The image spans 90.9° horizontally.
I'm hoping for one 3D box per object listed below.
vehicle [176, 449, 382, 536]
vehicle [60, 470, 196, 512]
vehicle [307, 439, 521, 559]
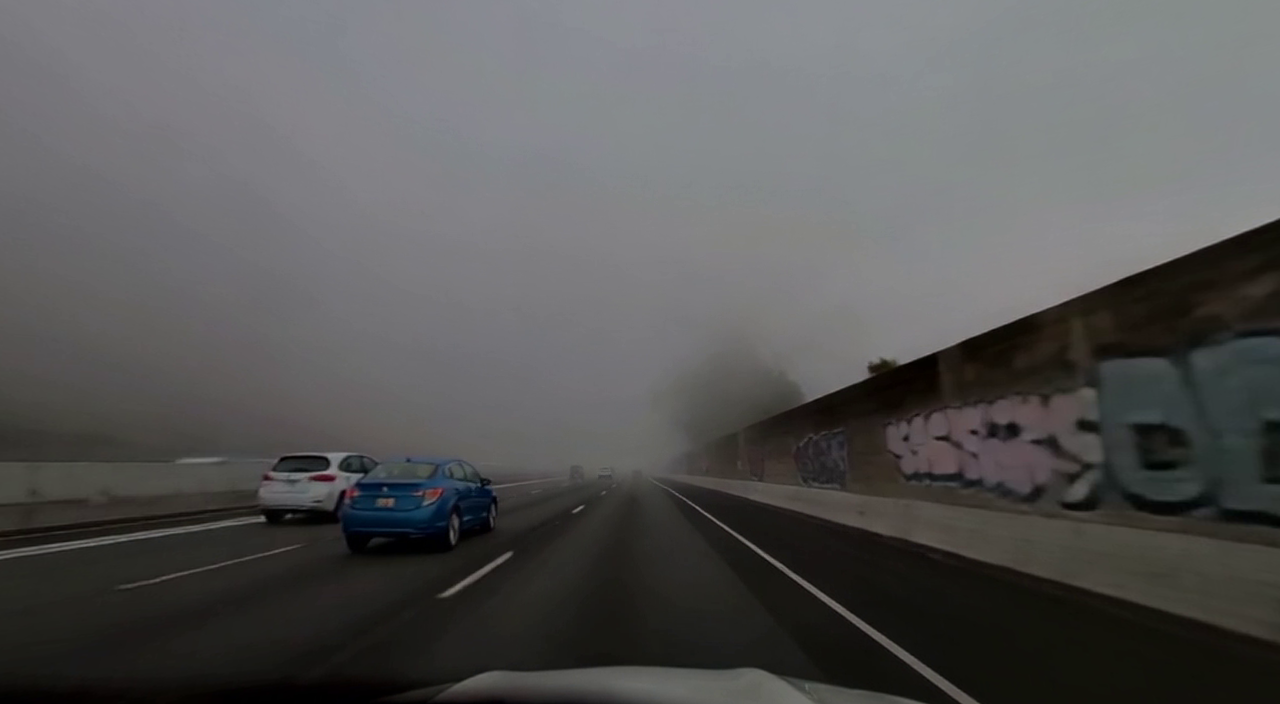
[{"bbox_3d":[-7.648,3.030,13.967,2.037,1.593,4.151,0,-10,0],"label":"vehicle"},{"bbox_3d":[-19.013,5.145,23.666,1.680,1.392,4.007,1,-10,0],"label":"vehicle"},{"bbox_3d":[-3.715,2.547,11.452,2.173,1.696,4.462,0,-10,1],"label":"vehicle"}]
